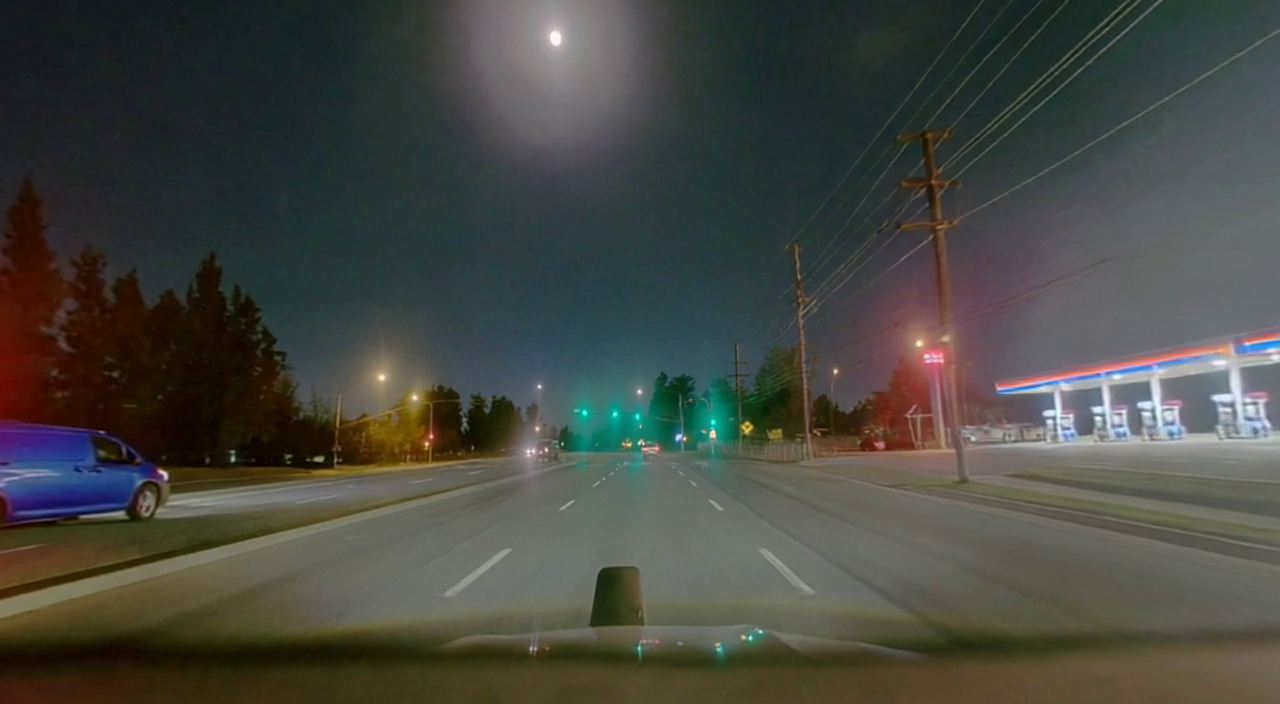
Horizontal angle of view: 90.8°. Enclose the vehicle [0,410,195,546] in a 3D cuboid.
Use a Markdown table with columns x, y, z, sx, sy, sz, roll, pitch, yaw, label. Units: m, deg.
| x | y | z | sx | sy | sz | roll | pitch | yaw | label |
| --- | --- | --- | --- | --- | --- | --- | --- | --- | --- |
| -9.840 | 1.904 | 9.816 | 2.149 | 1.848 | 4.961 | 0 | -8 | 1 | vehicle |
